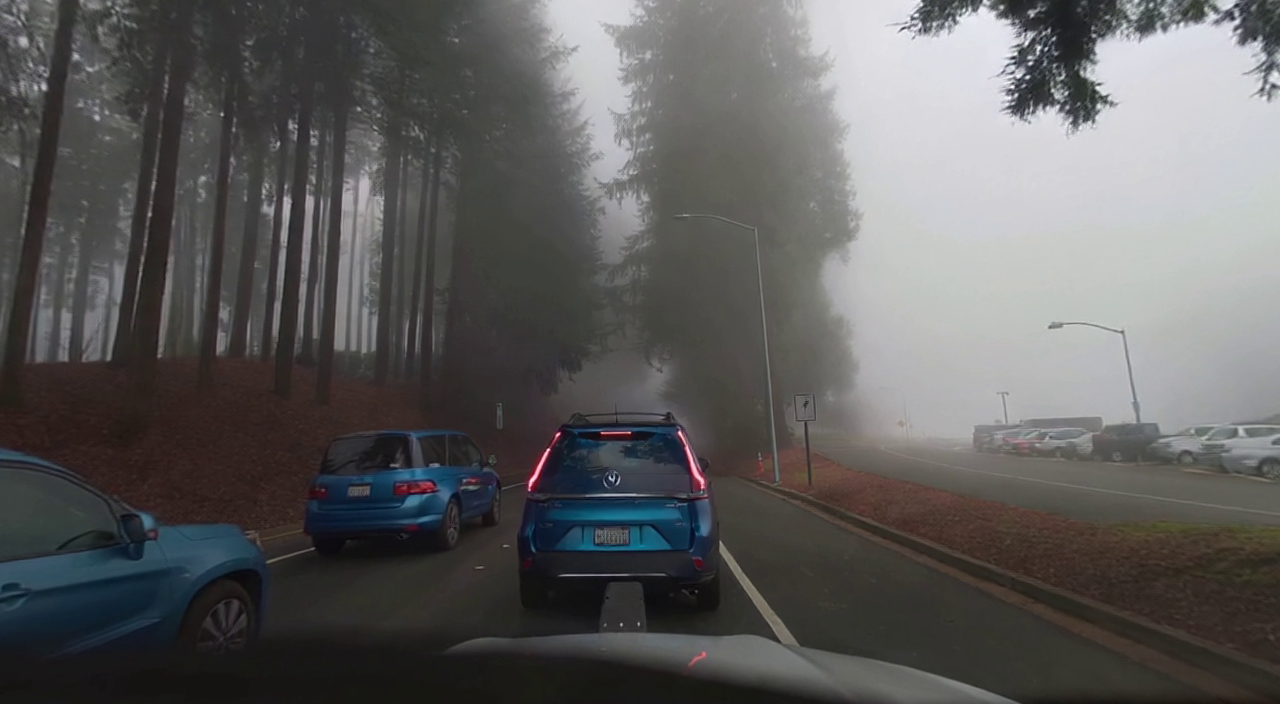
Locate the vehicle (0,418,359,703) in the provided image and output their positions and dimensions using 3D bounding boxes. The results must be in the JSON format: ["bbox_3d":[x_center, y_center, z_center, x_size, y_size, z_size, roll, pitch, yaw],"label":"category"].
[{"bbox_3d":[-3.653,1.161,3.624,1.922,1.464,4.424,0,-8,2],"label":"vehicle"}]

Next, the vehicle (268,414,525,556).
[{"bbox_3d":[-3.470,2.001,10.256,2.188,1.745,4.618,0,-8,2],"label":"vehicle"}]

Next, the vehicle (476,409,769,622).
[{"bbox_3d":[-0.035,1.525,6.832,2.229,1.591,3.897,-1,-8,3],"label":"vehicle"}]

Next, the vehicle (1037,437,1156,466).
[{"bbox_3d":[28.483,6.204,39.489,5.955,1.702,2.166,1,-8,-6],"label":"vehicle"}]
